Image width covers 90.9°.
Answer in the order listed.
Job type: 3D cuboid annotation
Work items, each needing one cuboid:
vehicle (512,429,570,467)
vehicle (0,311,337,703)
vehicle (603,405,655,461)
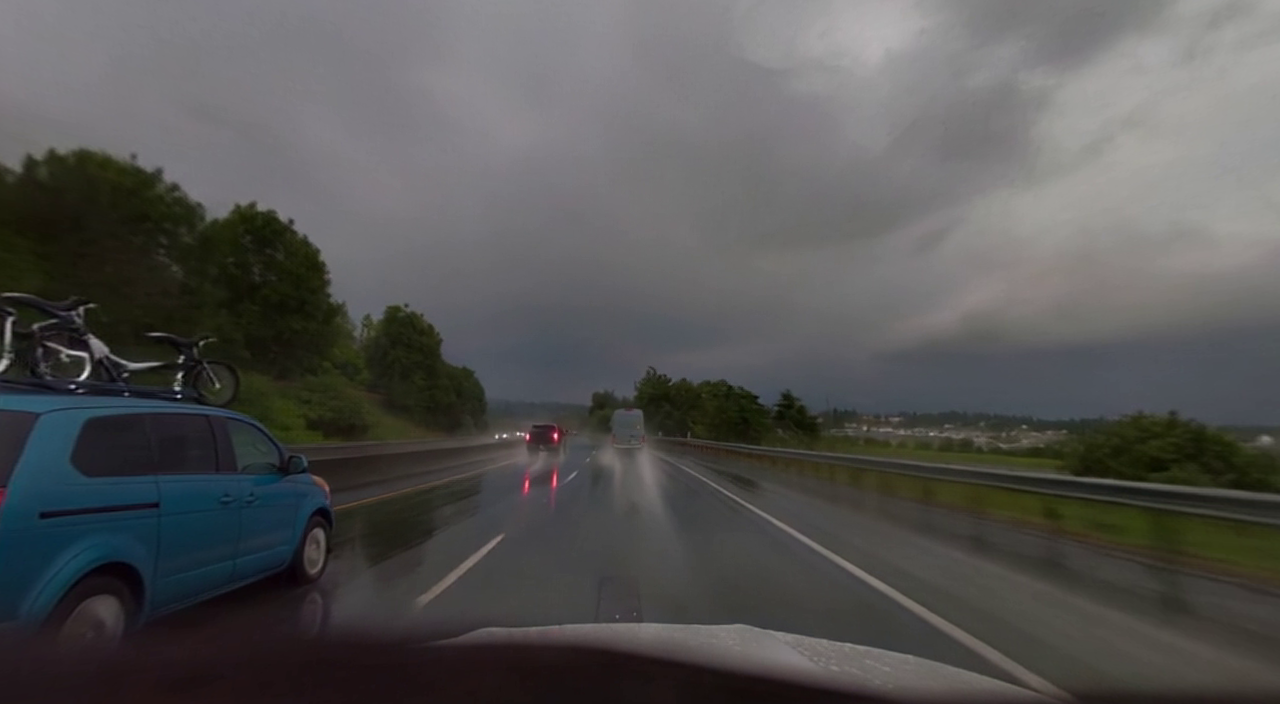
[{"bbox_3d":[-4.544,4.460,29.631,2.110,1.636,4.453,0,-8,-1],"label":"vehicle"},{"bbox_3d":[-3.596,0.783,2.950,2.069,1.751,4.720,0,-8,-1],"label":"vehicle"},{"bbox_3d":[-0.745,4.624,35.832,2.647,2.896,6.480,0,-8,-3],"label":"vehicle"}]
